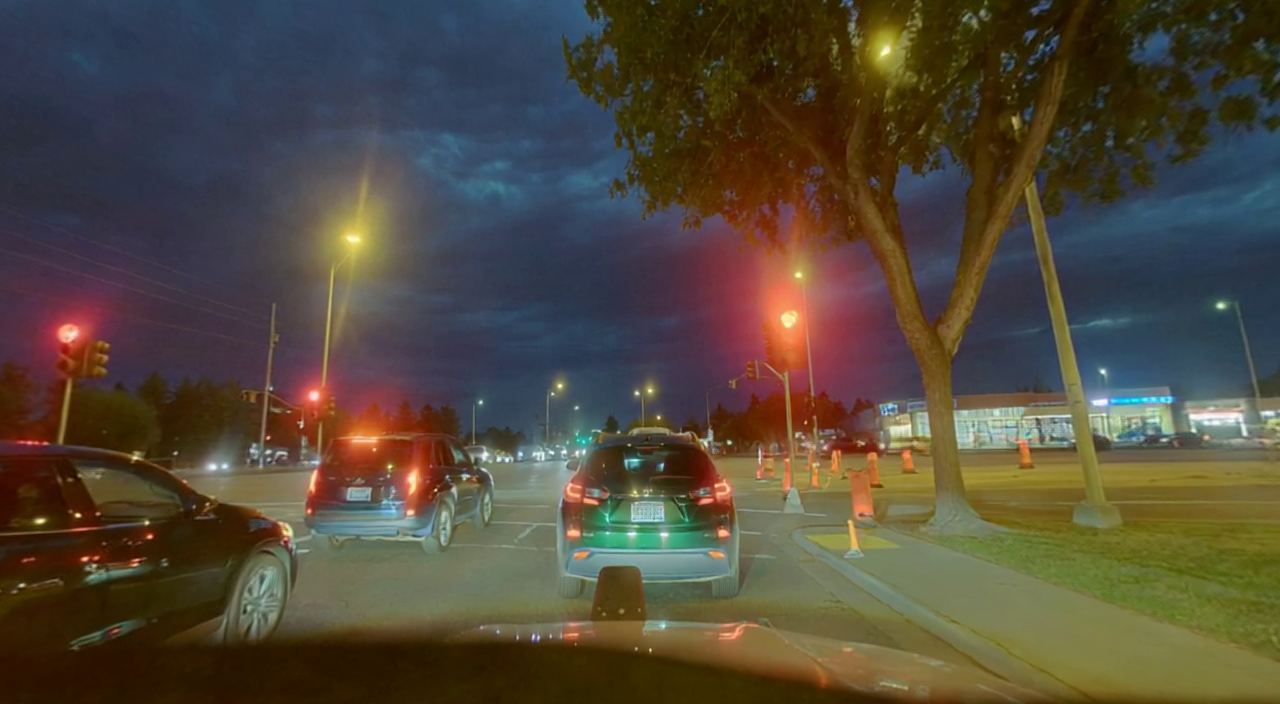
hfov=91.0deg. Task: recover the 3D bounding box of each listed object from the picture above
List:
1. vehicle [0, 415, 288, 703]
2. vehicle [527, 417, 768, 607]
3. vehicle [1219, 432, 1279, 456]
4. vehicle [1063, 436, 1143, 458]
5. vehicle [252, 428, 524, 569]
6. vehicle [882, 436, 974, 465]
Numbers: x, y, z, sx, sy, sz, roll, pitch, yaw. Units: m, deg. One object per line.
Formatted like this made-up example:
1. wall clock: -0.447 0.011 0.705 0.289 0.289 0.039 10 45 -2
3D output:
1. vehicle: -3.591 0.943 2.148 1.964 1.497 4.722 0 -9 1
2. vehicle: 0.111 1.624 7.204 2.021 1.560 3.676 0 -9 1
3. vehicle: 40.693 5.979 40.708 4.579 1.480 1.819 0 -9 1
4. vehicle: 36.672 7.565 49.957 4.791 1.635 1.857 0 -9 1
5. vehicle: -3.269 1.999 9.443 1.989 1.541 4.626 0 -9 2
6. vehicle: 18.784 6.438 41.274 5.043 1.759 2.085 0 -9 5
